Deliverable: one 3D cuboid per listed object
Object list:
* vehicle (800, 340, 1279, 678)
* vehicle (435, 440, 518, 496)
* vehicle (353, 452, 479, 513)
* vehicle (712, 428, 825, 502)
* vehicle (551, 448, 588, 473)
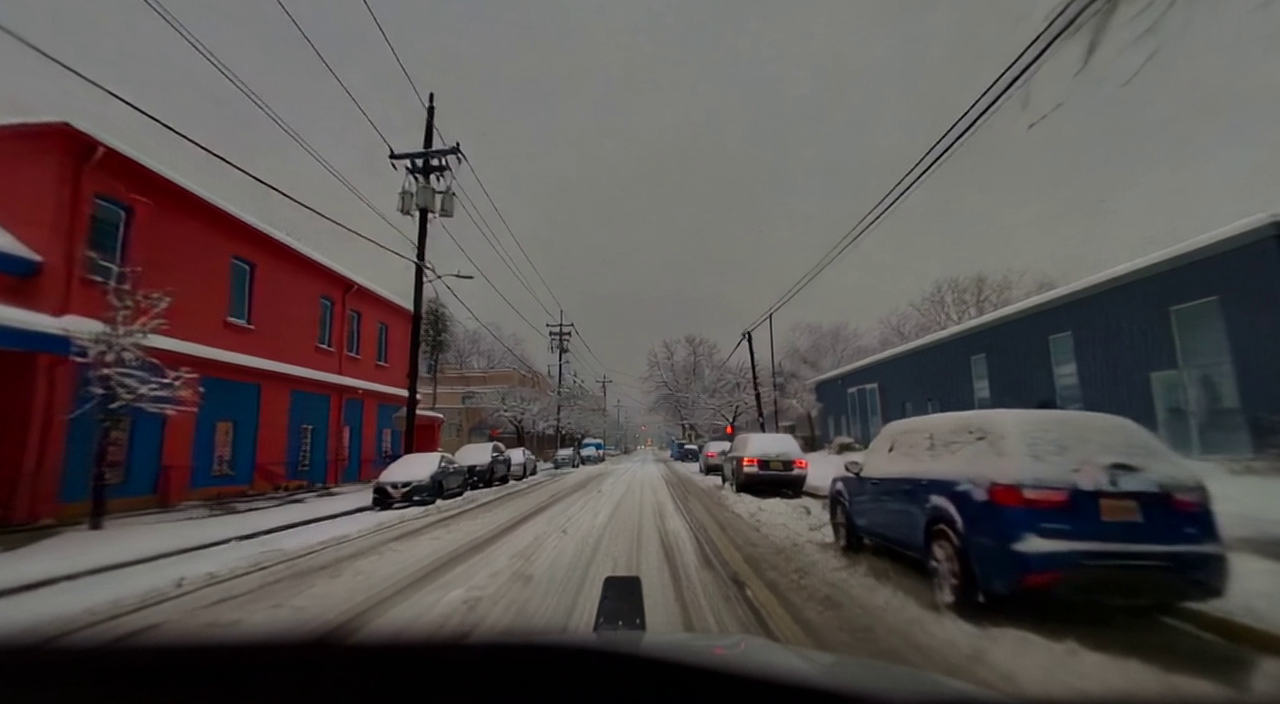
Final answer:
[{"bbox_3d":[3.306,1.281,6.246,2.263,1.996,4.870,0,-9,1],"label":"vehicle"},{"bbox_3d":[-6.039,4.305,23.872,1.983,1.809,4.503,-2,-9,-1],"label":"vehicle"},{"bbox_3d":[-6.176,3.616,18.075,1.844,1.486,4.474,0,-9,2],"label":"vehicle"},{"bbox_3d":[3.467,3.157,18.063,2.182,1.824,4.622,0,-9,-1],"label":"vehicle"},{"bbox_3d":[-5.324,8.269,48.257,1.910,1.488,3.999,-5,-7,5],"label":"vehicle"}]
